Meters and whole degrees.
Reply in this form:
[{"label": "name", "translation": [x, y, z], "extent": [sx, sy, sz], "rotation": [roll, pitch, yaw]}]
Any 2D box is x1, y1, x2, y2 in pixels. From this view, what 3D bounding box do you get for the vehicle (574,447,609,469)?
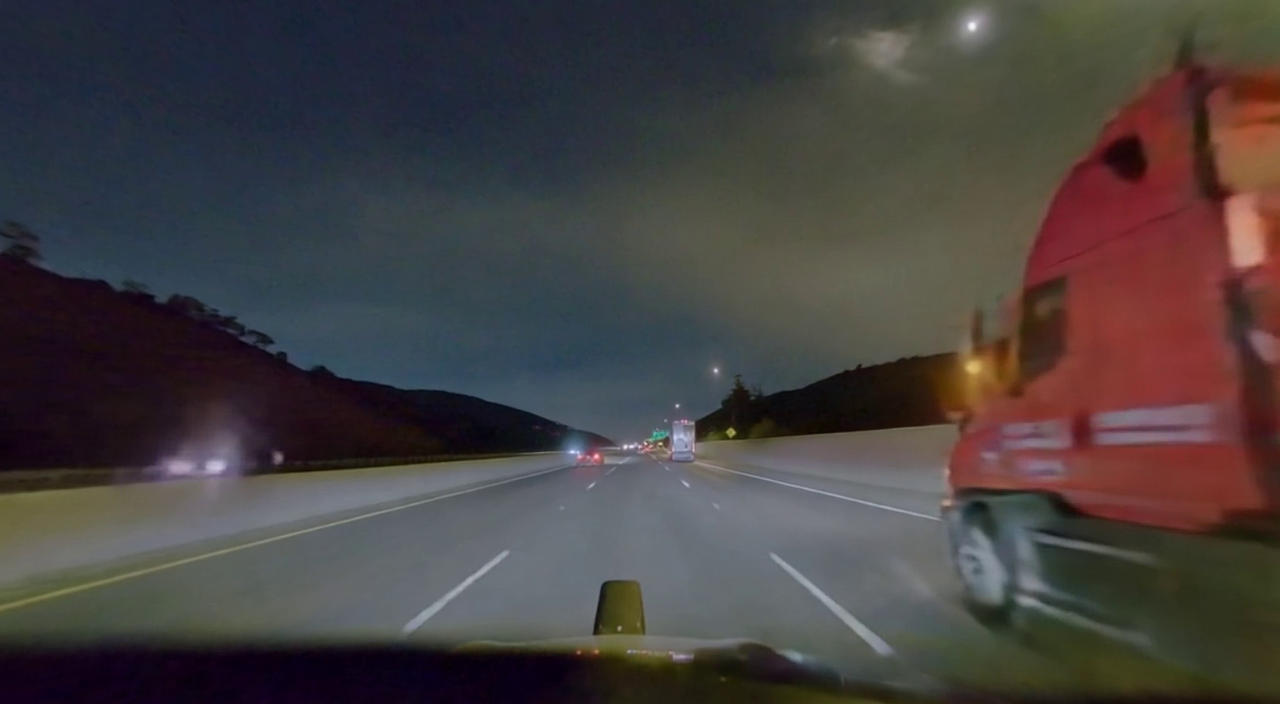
[{"label": "vehicle", "translation": [-3.489, 7.787, 46.559], "extent": [2.060, 1.475, 5.314], "rotation": [0, -9, 1]}]
